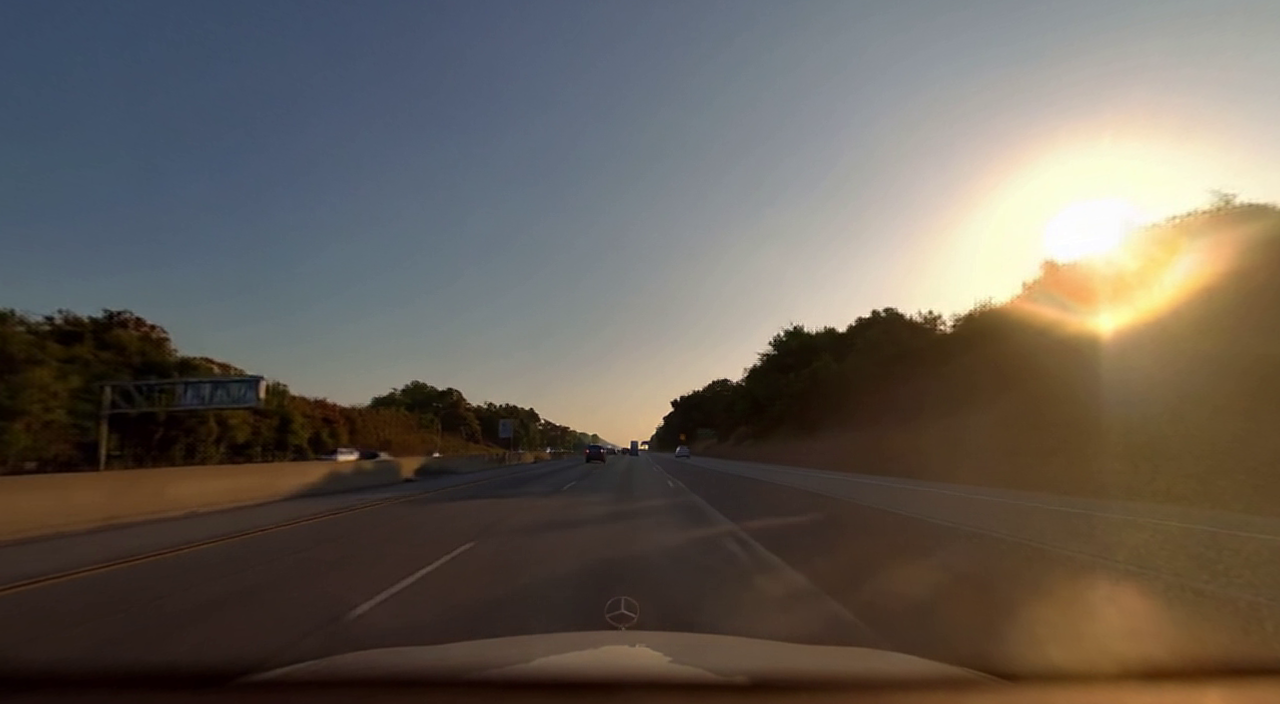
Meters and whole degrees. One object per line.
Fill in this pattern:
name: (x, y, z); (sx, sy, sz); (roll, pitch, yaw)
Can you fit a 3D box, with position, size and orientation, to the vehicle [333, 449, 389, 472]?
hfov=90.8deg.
vehicle: (-21.518, 8.366, 48.963); (2.095, 1.699, 4.865); (0, -9, 0)
